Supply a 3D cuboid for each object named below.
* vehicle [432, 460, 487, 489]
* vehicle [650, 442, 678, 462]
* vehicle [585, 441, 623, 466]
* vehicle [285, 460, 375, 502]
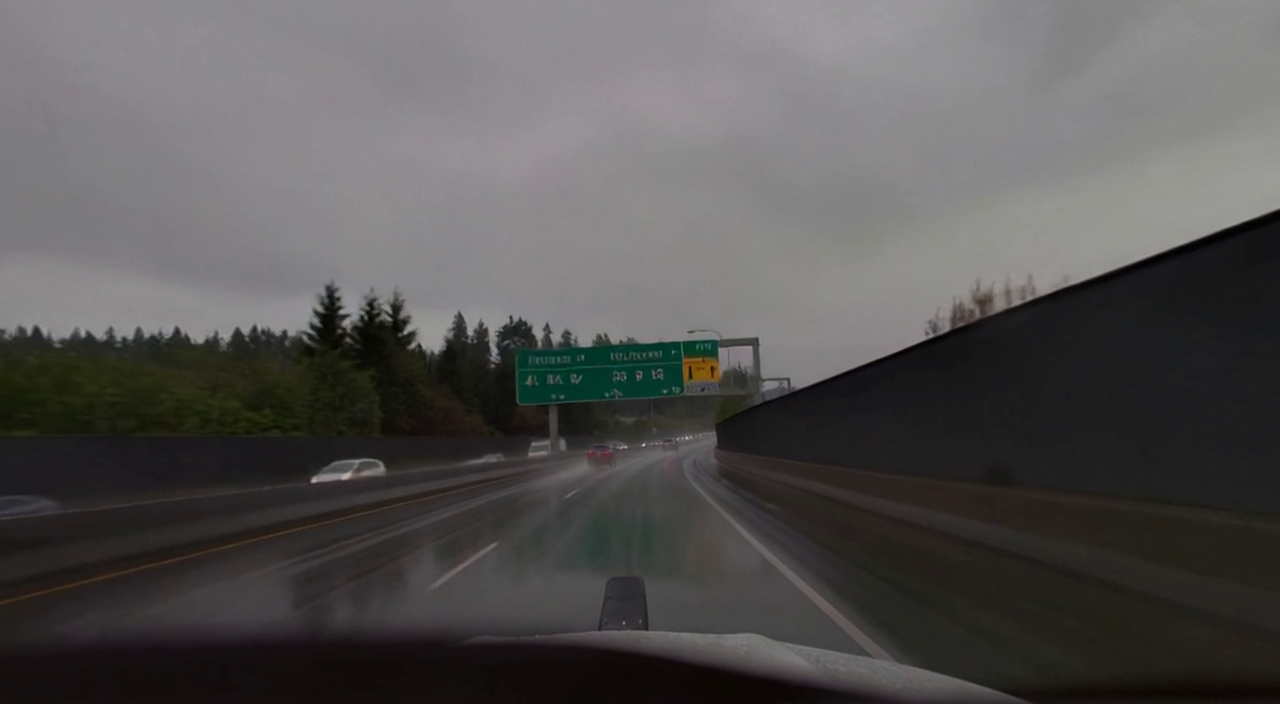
[{"bbox_3d":[-10.146,6.887,35.650,1.793,1.414,4.022,0,-8,2],"label":"vehicle"},{"bbox_3d":[1.910,7.735,48.864,2.077,1.533,3.854,-1,-8,4],"label":"vehicle"},{"bbox_3d":[-2.320,6.609,41.059,1.985,1.518,3.847,-1,-8,4],"label":"vehicle"},{"bbox_3d":[-13.945,5.792,28.587,1.795,1.604,4.254,0,-8,2],"label":"vehicle"}]
